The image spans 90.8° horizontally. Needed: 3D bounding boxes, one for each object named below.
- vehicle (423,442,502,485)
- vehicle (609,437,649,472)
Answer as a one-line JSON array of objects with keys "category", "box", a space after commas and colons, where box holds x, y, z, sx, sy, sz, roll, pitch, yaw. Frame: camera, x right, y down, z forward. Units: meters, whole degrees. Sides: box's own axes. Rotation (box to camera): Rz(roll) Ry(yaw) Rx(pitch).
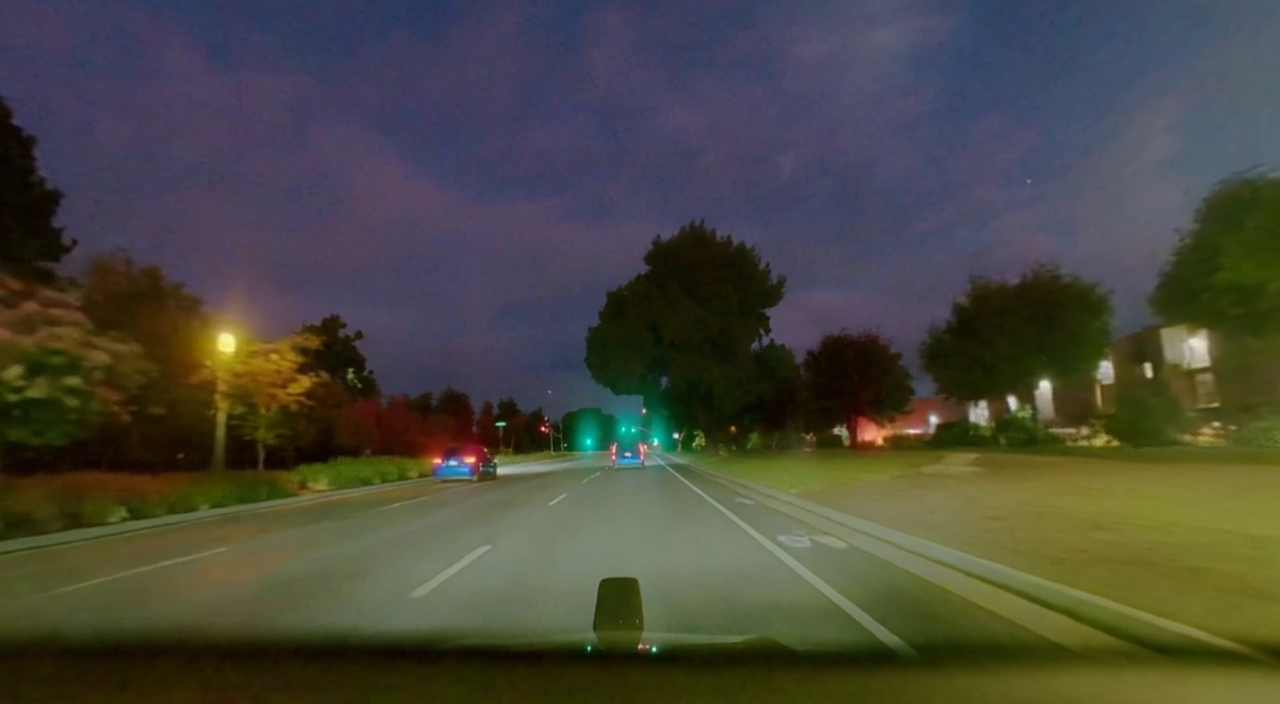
[{"category": "vehicle", "box": [-7.418, 4.699, 26.925, 1.993, 1.657, 4.487, 0, -9, 1]}, {"category": "vehicle", "box": [-0.571, 5.607, 34.827, 2.070, 1.764, 4.552, 0, -9, 0]}]
